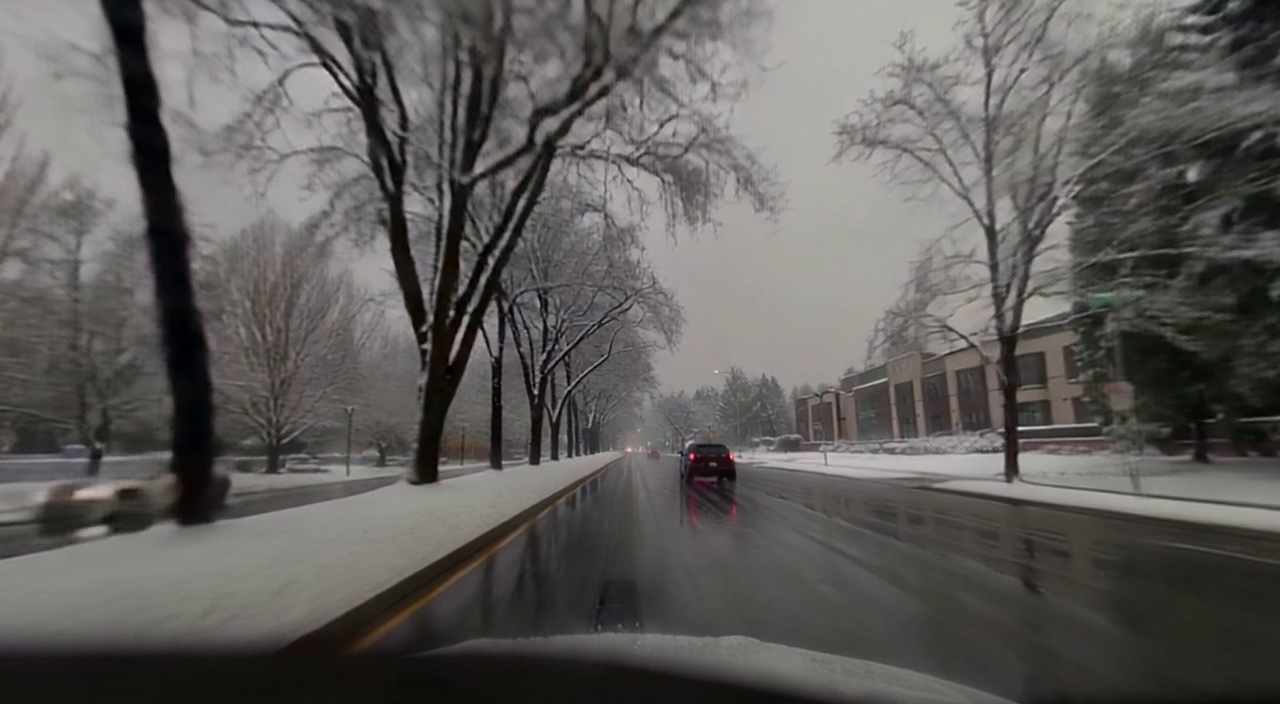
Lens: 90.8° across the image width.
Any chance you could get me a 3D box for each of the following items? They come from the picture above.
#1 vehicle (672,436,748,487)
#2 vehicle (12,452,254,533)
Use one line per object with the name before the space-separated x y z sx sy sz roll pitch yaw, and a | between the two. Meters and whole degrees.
vehicle | 2.555 4.132 24.224 2.240 1.740 4.605 0 -8 -2
vehicle | -12.177 3.340 15.788 1.888 1.615 5.012 0 -8 0
